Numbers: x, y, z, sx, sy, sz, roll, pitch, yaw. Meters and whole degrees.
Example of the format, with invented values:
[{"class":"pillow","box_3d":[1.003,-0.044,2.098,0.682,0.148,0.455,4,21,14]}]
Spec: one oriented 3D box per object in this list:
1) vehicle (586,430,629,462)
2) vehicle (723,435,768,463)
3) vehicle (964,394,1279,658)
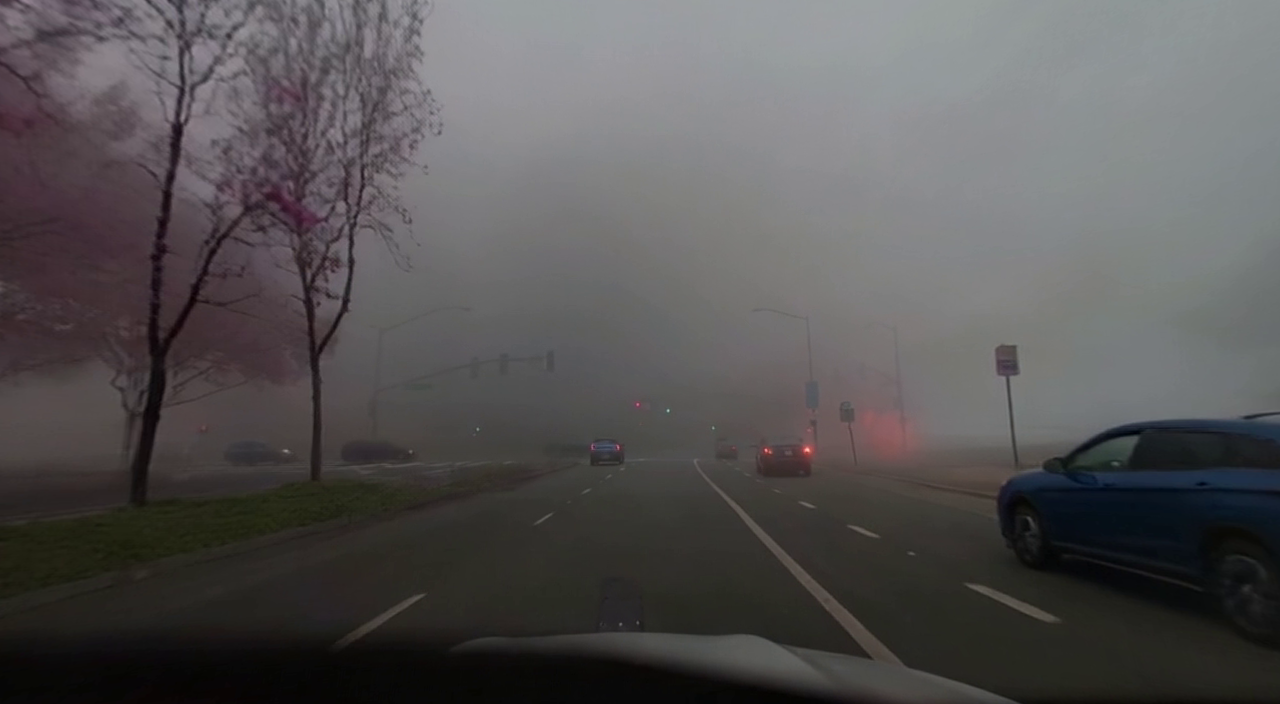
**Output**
[{"class":"vehicle","box_3d":[-1.813,5.425,36.537,1.995,1.703,4.367,-1,-8,4]},{"class":"vehicle","box_3d":[5.966,5.539,36.190,2.007,1.466,4.291,-1,-8,2]},{"class":"vehicle","box_3d":[4.745,1.217,5.100,2.019,1.518,4.285,0,-8,1]}]
